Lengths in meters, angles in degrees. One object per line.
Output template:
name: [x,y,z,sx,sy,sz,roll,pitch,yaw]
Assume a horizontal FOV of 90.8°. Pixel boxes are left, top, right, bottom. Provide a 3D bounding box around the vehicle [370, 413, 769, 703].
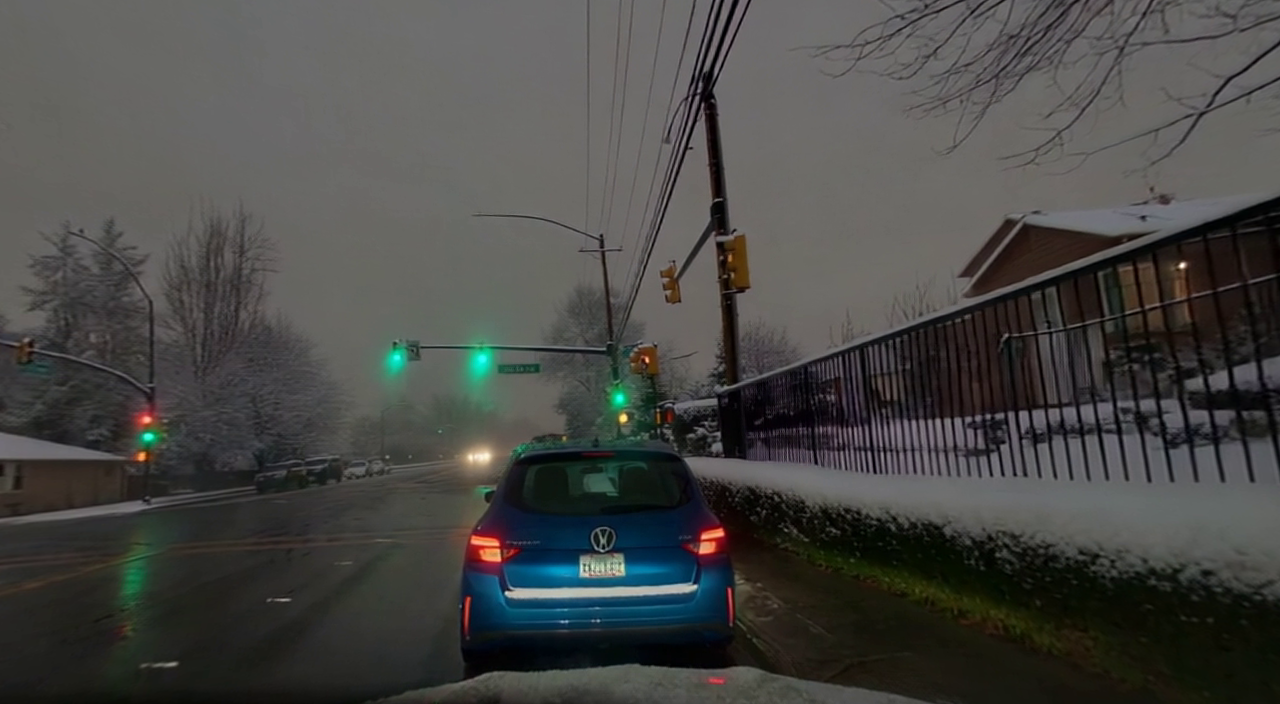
vehicle: [-0.588,1.349,5.134,2.024,1.502,3.702,1,-9,-8]
